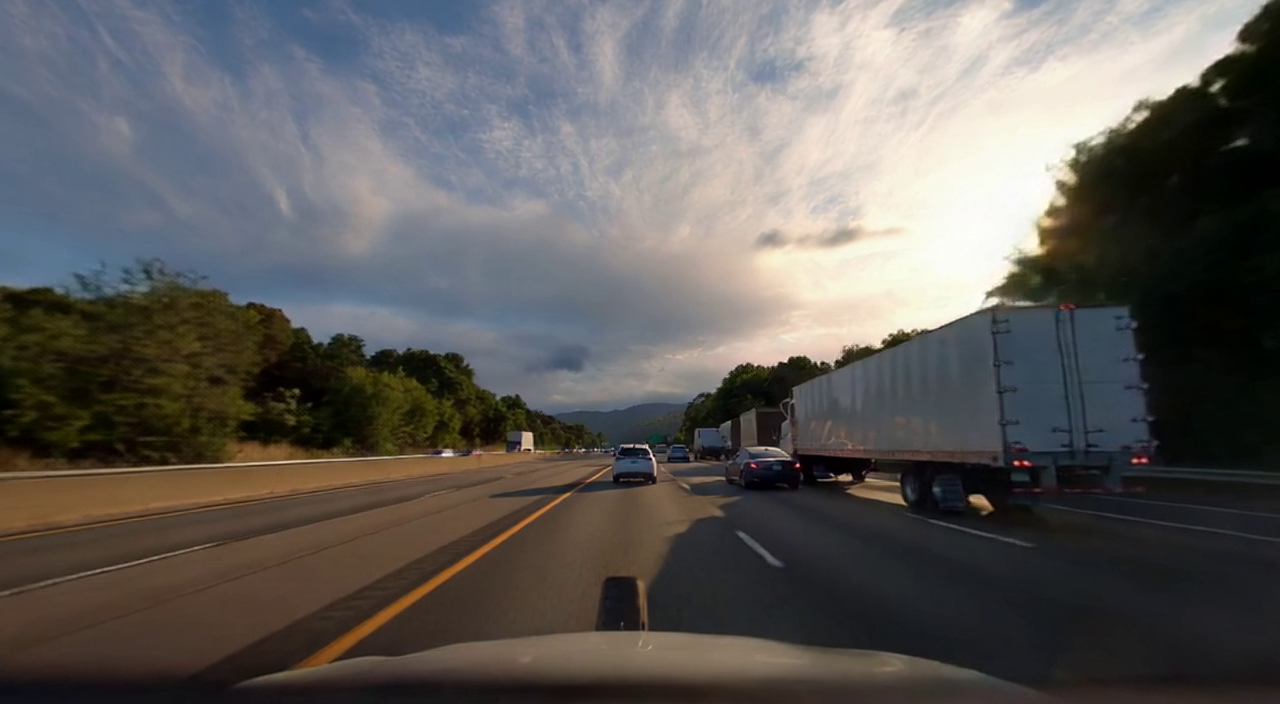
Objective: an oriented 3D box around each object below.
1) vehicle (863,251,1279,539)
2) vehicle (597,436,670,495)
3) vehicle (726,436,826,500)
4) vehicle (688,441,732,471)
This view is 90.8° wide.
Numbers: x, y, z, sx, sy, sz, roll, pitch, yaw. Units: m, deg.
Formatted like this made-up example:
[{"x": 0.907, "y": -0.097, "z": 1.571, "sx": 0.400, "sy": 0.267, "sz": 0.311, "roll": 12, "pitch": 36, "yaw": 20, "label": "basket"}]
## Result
[{"x": 7.610, "y": 1.191, "z": 13.113, "sx": 2.823, "sy": 4.063, "sz": 8.485, "roll": 0, "pitch": -9, "yaw": 0, "label": "vehicle"}, {"x": -0.169, "y": 3.460, "z": 19.441, "sx": 2.023, "sy": 1.618, "sz": 3.628, "roll": 0, "pitch": -9, "yaw": 0, "label": "vehicle"}, {"x": 3.698, "y": 3.220, "z": 17.870, "sx": 1.920, "sy": 1.594, "sz": 3.867, "roll": 0, "pitch": -9, "yaw": -1, "label": "vehicle"}, {"x": 4.162, "y": 6.281, "z": 38.217, "sx": 2.150, "sy": 1.632, "sz": 4.260, "roll": 0, "pitch": -9, "yaw": 0, "label": "vehicle"}]
